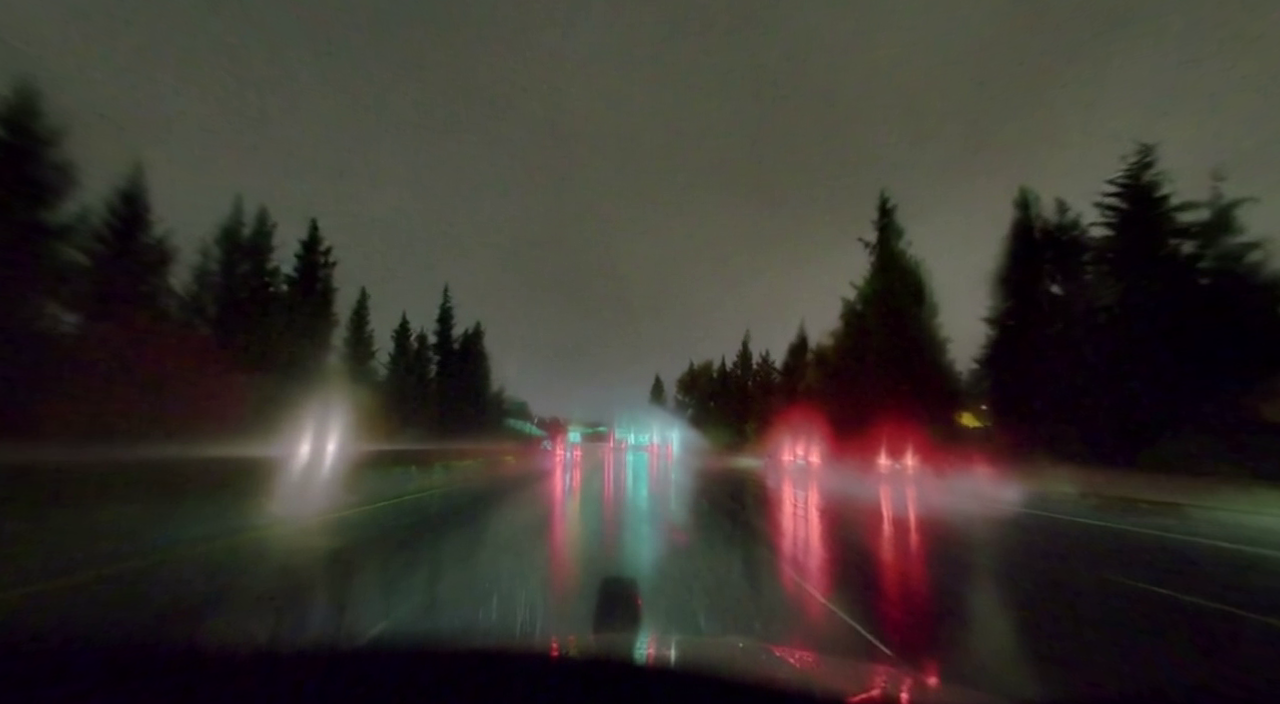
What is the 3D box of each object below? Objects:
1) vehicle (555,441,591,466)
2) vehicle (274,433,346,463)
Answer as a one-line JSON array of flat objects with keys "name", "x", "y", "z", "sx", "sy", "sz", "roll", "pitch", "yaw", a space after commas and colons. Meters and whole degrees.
[{"name": "vehicle", "x": -4.572, "y": 7.023, "z": 43.281, "sx": 2.071, "sy": 1.615, "sz": 3.868, "roll": 0, "pitch": -9, "yaw": -1}, {"name": "vehicle", "x": -17.600, "y": 5.149, "z": 33.654, "sx": 1.832, "sy": 1.487, "sz": 3.853, "roll": 0, "pitch": -9, "yaw": -1}]
